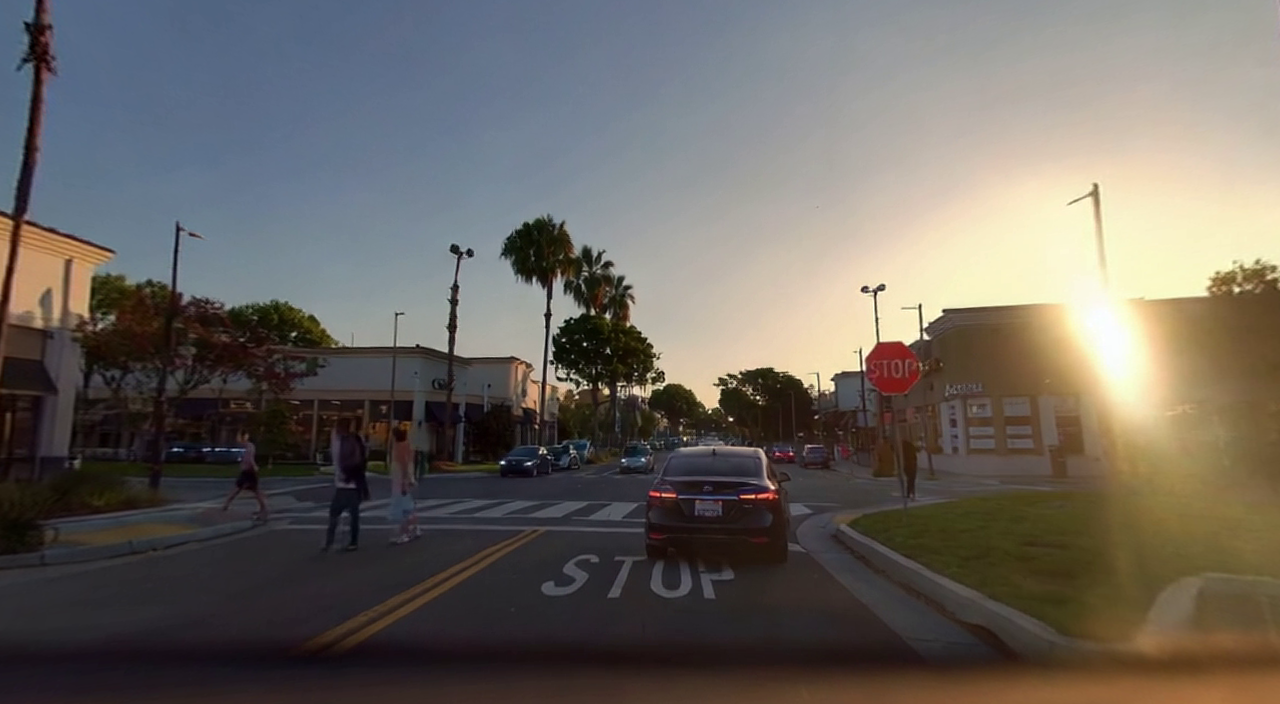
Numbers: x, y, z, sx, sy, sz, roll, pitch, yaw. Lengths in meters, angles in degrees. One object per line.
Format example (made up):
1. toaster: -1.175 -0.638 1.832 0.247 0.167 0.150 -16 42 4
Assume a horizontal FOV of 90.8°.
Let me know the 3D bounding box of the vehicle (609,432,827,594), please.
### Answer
1. vehicle: 0.899 1.813 7.984 2.031 1.479 3.969 -1 -9 5

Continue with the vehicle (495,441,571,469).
1. vehicle: -7.006 6.747 41.465 4.529 1.682 1.895 6 -11 -37
